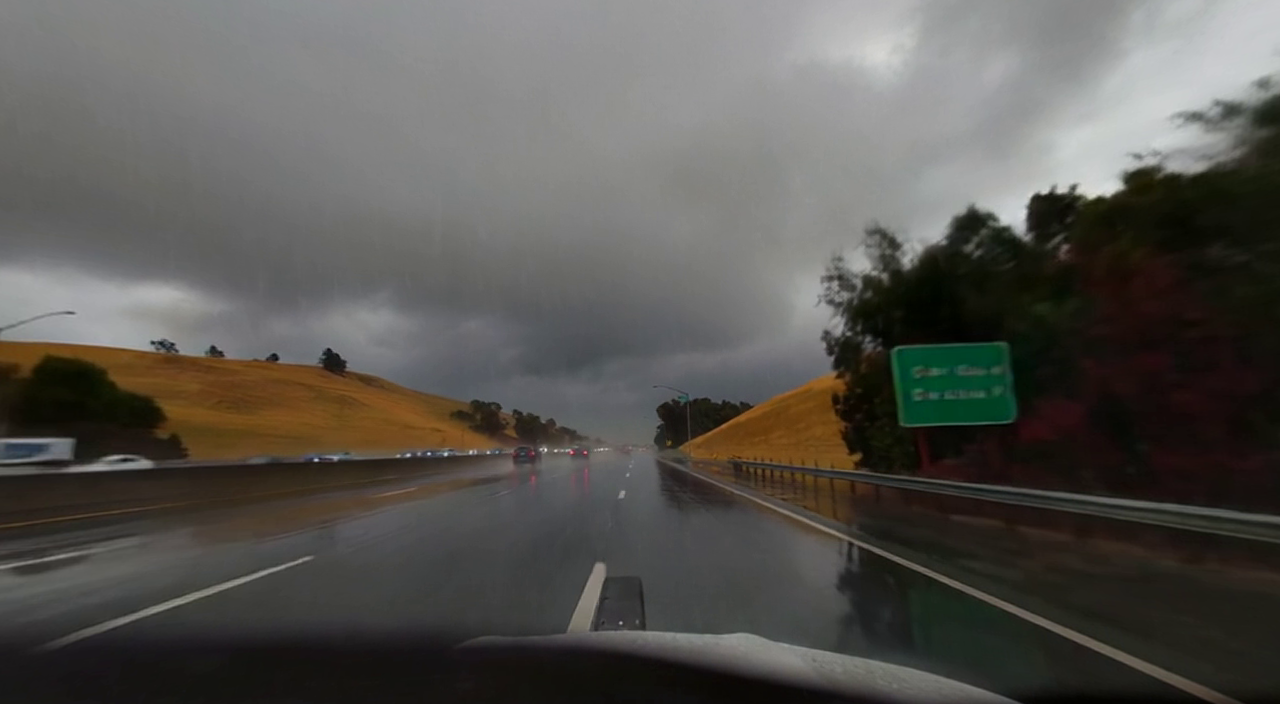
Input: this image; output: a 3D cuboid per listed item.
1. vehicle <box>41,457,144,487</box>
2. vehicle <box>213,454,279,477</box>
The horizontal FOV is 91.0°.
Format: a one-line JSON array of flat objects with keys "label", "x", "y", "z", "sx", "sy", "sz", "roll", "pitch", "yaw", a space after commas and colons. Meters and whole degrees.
[{"label": "vehicle", "x": -30.943, "y": 6.766, "z": 35.804, "sx": 1.871, "sy": 1.480, "sz": 4.478, "roll": 0, "pitch": -9, "yaw": -1}, {"label": "vehicle", "x": -27.346, "y": 7.851, "z": 43.827, "sx": 1.834, "sy": 1.478, "sz": 4.311, "roll": 0, "pitch": -9, "yaw": -1}]
